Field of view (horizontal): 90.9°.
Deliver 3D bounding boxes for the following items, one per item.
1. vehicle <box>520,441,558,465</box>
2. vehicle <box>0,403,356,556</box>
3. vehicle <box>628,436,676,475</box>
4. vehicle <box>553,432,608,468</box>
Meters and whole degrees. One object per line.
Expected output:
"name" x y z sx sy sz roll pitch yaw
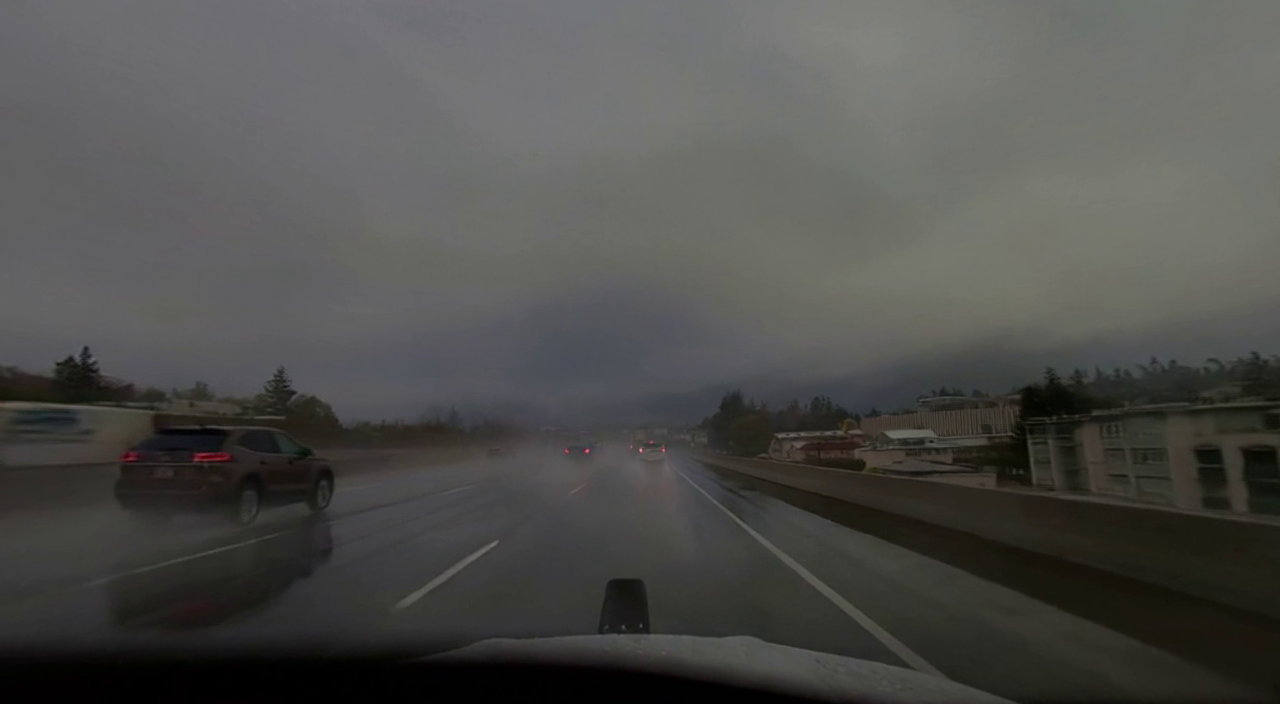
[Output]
"vehicle" -7.681 7.741 48.572 2.078 1.779 4.610 0 -8 1
"vehicle" -7.655 2.033 10.936 2.521 1.901 5.988 0 -8 2
"vehicle" 0.544 4.970 30.451 2.135 1.697 4.757 0 -8 0
"vehicle" -3.631 6.163 39.704 2.751 2.050 5.761 0 -8 1
